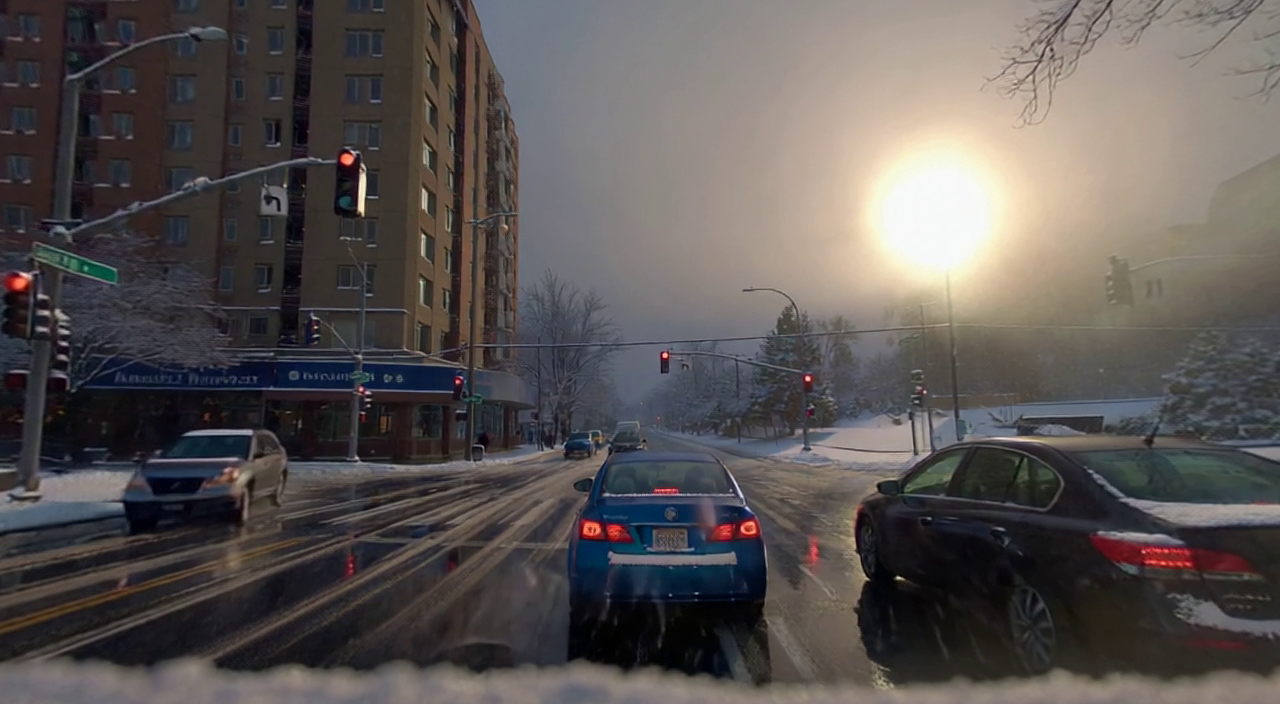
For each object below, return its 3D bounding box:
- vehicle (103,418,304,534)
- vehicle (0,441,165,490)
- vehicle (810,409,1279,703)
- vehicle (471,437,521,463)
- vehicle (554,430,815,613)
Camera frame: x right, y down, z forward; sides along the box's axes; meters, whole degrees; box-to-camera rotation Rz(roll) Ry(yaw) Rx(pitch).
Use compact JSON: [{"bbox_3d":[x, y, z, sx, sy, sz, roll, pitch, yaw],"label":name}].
[{"bbox_3d":[-8.940,2.523,13.655,2.338,1.889,5.998,4,-9,-23],"label":"vehicle"},{"bbox_3d":[-19.626,3.912,21.850,4.688,1.612,1.938,0,-8,2],"label":"vehicle"},{"bbox_3d":[2.820,1.287,4.568,1.961,1.498,4.356,0,-8,0],"label":"vehicle"},{"bbox_3d":[-9.518,6.532,41.971,2.030,1.596,3.912,-1,-8,7],"label":"vehicle"},{"bbox_3d":[0.277,1.686,7.245,2.132,1.464,4.089,0,-8,-3],"label":"vehicle"}]
